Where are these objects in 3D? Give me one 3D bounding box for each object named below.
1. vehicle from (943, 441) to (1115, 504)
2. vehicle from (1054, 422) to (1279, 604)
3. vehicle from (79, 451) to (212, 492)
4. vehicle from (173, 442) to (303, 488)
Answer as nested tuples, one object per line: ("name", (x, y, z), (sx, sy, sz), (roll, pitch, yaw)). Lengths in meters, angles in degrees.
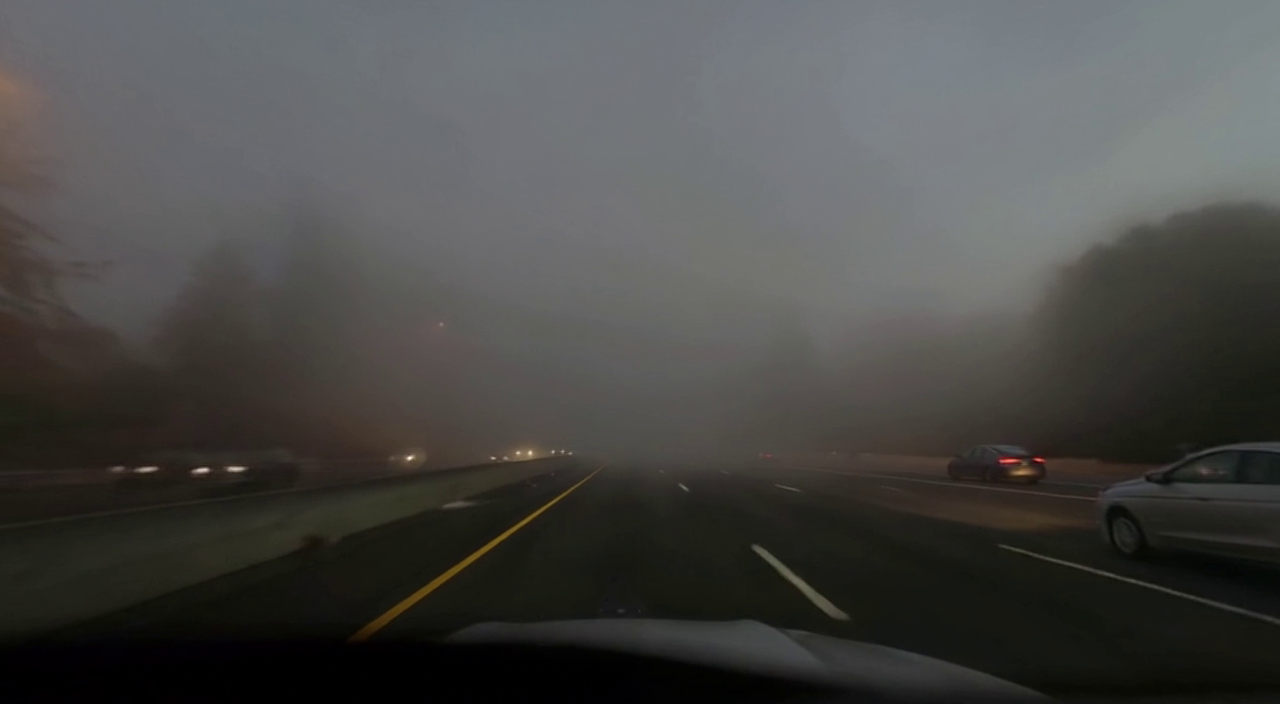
("vehicle", (9.926, 3.075, 16.582), (1.836, 1.418, 4.132), (0, -9, -1))
("vehicle", (6.149, 1.380, 5.573), (1.821, 1.470, 4.633), (0, -9, -1))
("vehicle", (-19.977, 4.803, 25.814), (1.934, 1.509, 4.361), (0, -9, -1))
("vehicle", (-16.239, 4.566, 25.915), (2.109, 1.703, 4.910), (0, -9, -1))
